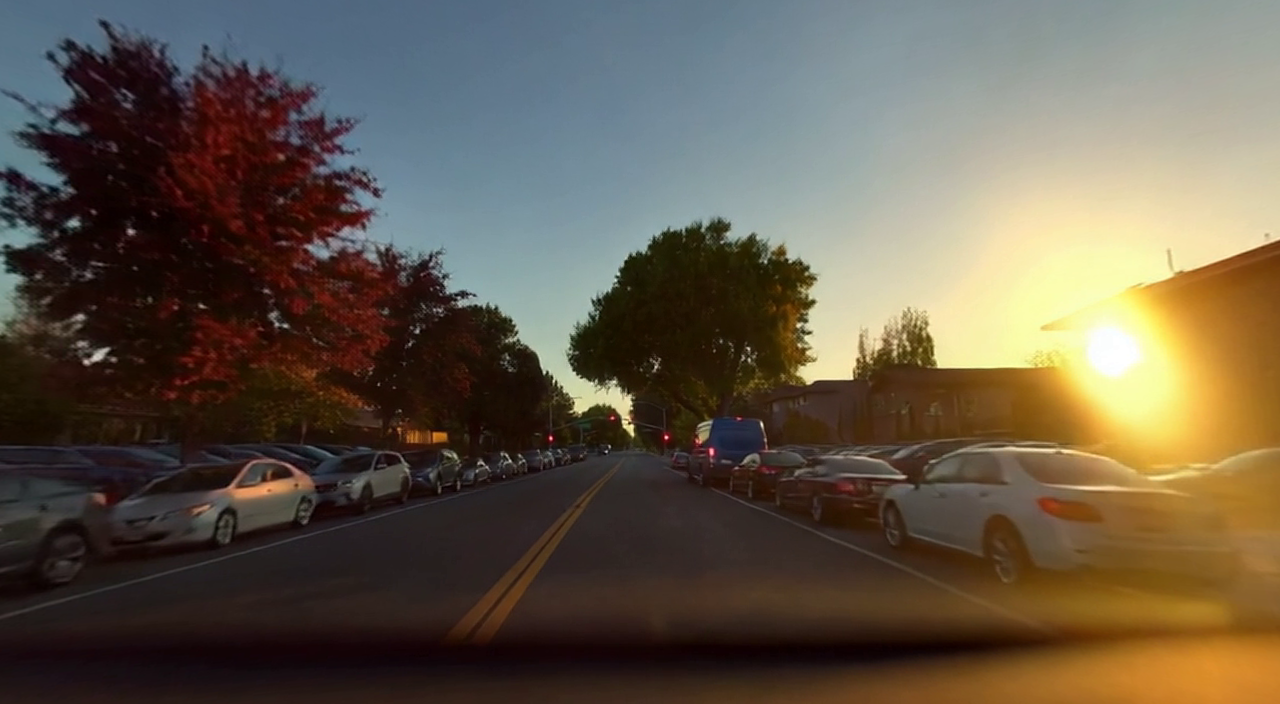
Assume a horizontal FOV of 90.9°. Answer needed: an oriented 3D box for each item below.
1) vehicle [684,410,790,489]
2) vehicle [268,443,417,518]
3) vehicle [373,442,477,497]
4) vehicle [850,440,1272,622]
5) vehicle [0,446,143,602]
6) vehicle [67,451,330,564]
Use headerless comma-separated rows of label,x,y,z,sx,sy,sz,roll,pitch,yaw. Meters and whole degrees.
vehicle,3.799,4.108,26.671,3.089,2.882,6.770,0,-9,-3
vehicle,-7.438,3.196,16.300,1.874,1.607,4.174,-1,-8,-1
vehicle,-7.535,4.142,22.690,1.984,1.745,4.866,0,-9,0
vehicle,4.206,1.796,7.437,1.804,1.453,4.462,0,-9,-1
vehicle,-7.180,1.643,5.782,1.950,1.489,4.214,-1,-9,-3
vehicle,-7.221,2.508,10.936,1.775,1.433,4.011,-2,-8,-2
